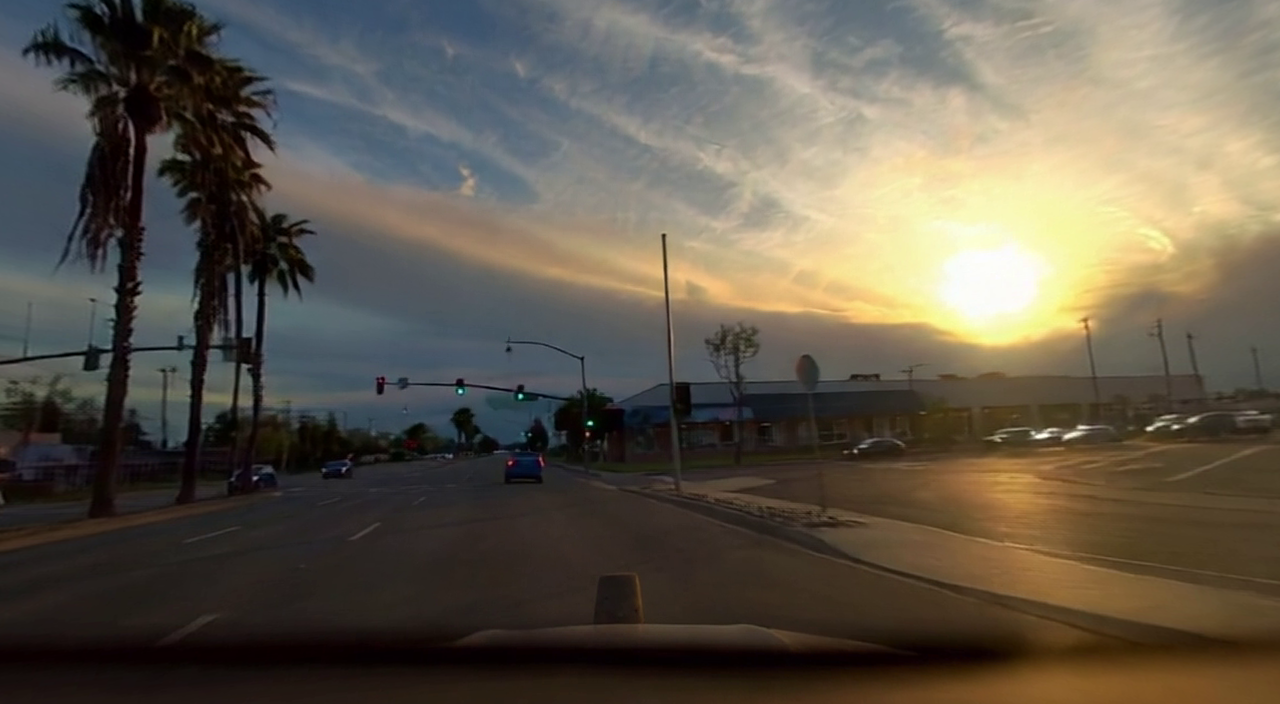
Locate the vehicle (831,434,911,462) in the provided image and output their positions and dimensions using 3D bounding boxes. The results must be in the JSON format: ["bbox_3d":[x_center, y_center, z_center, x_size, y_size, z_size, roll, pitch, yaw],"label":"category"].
[{"bbox_3d":[13.371,5.603,36.902,2.046,1.481,4.936,1,-9,-12],"label":"vehicle"}]

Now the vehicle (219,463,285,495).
[{"bbox_3d":[-22.148,7.241,36.250,2.027,1.534,4.779,2,-9,-17],"label":"vehicle"}]

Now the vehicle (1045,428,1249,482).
[{"bbox_3d":[14.262,2.891,17.898,4.355,1.398,2.085,1,-9,-11],"label":"vehicle"}]

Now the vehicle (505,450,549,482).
[{"bbox_3d":[-6.230,6.175,34.469,1.969,1.555,4.431,2,-9,-15],"label":"vehicle"}]
